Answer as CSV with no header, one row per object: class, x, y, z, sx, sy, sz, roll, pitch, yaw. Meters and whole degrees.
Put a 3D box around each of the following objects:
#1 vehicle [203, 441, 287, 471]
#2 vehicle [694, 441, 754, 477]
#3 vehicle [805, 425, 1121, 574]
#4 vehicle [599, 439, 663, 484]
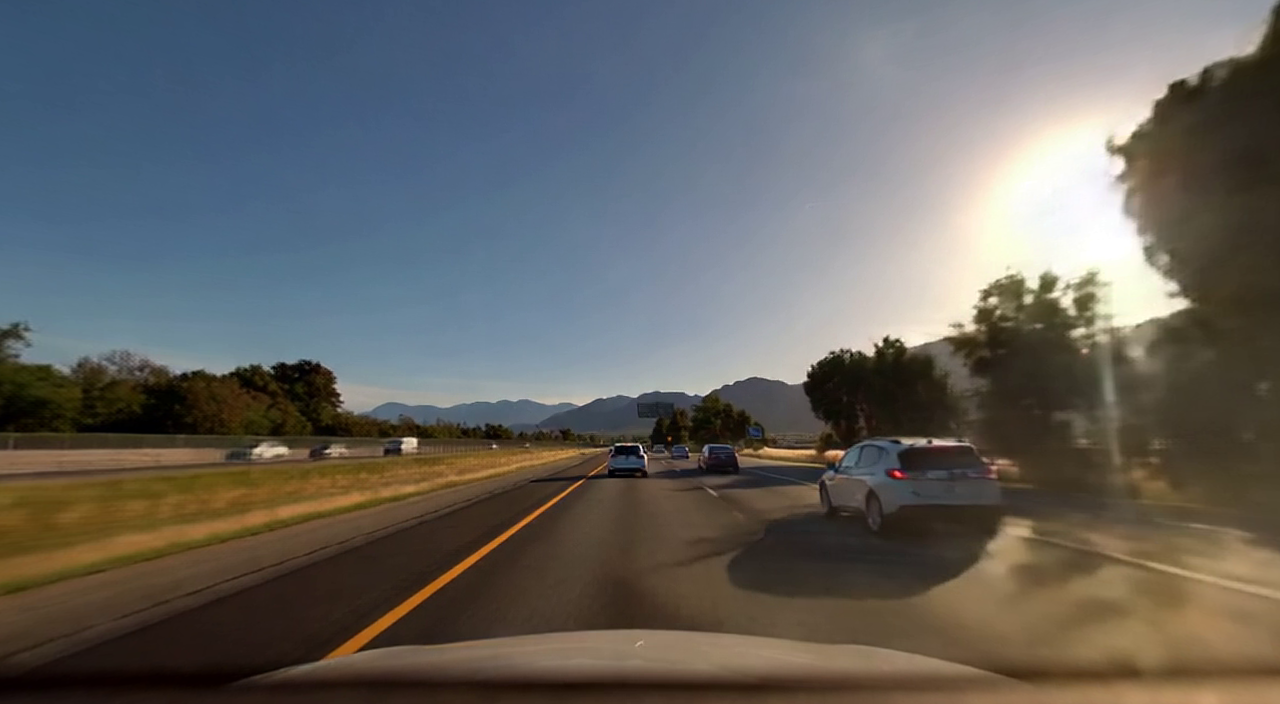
vehicle,-25.040,6.575,40.167,2.172,1.771,4.917,0,-9,-1
vehicle,3.572,4.634,27.502,1.957,1.447,4.241,0,-9,-1
vehicle,3.847,1.815,8.565,1.949,1.493,4.272,0,-9,-1
vehicle,-0.326,3.880,22.487,2.085,1.449,3.860,0,-9,-1
